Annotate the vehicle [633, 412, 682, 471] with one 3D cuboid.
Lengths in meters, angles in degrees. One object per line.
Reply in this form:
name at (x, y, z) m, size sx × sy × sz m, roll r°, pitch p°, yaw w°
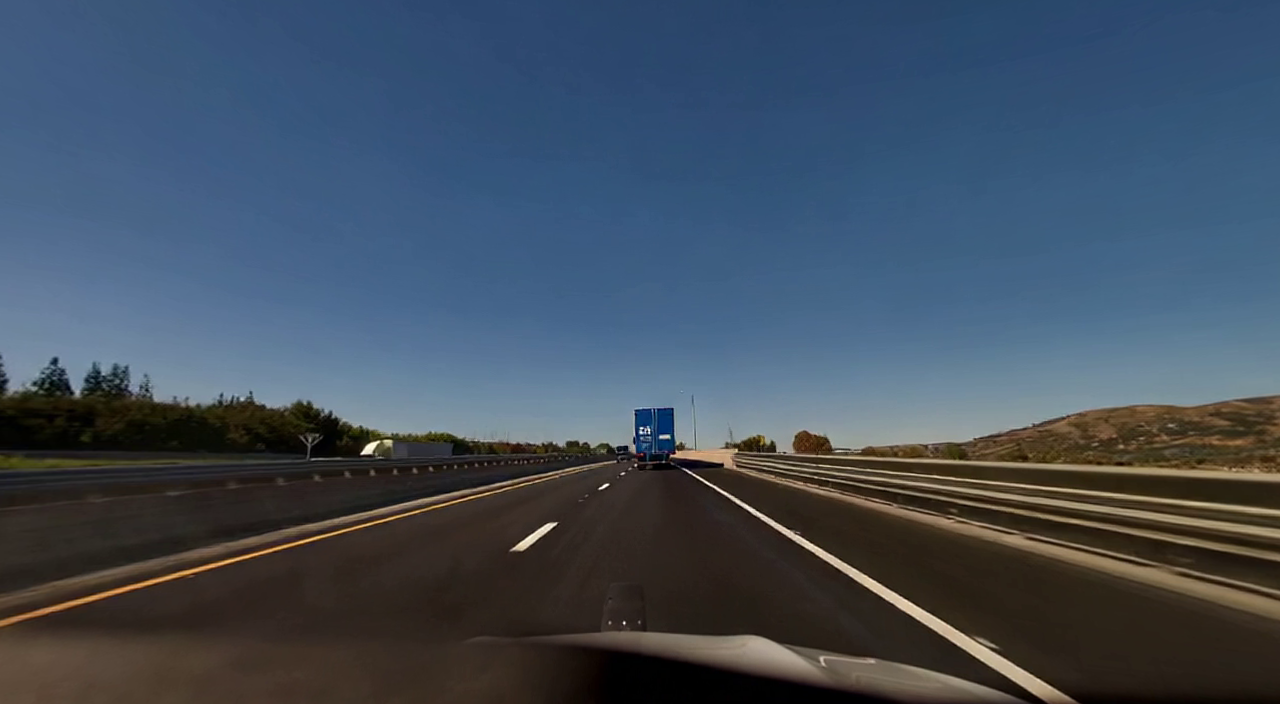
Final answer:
vehicle at (1.115, 6.455, 44.984) m, size 3.107 × 3.718 × 10.231 m, roll 0°, pitch -9°, yaw 0°
